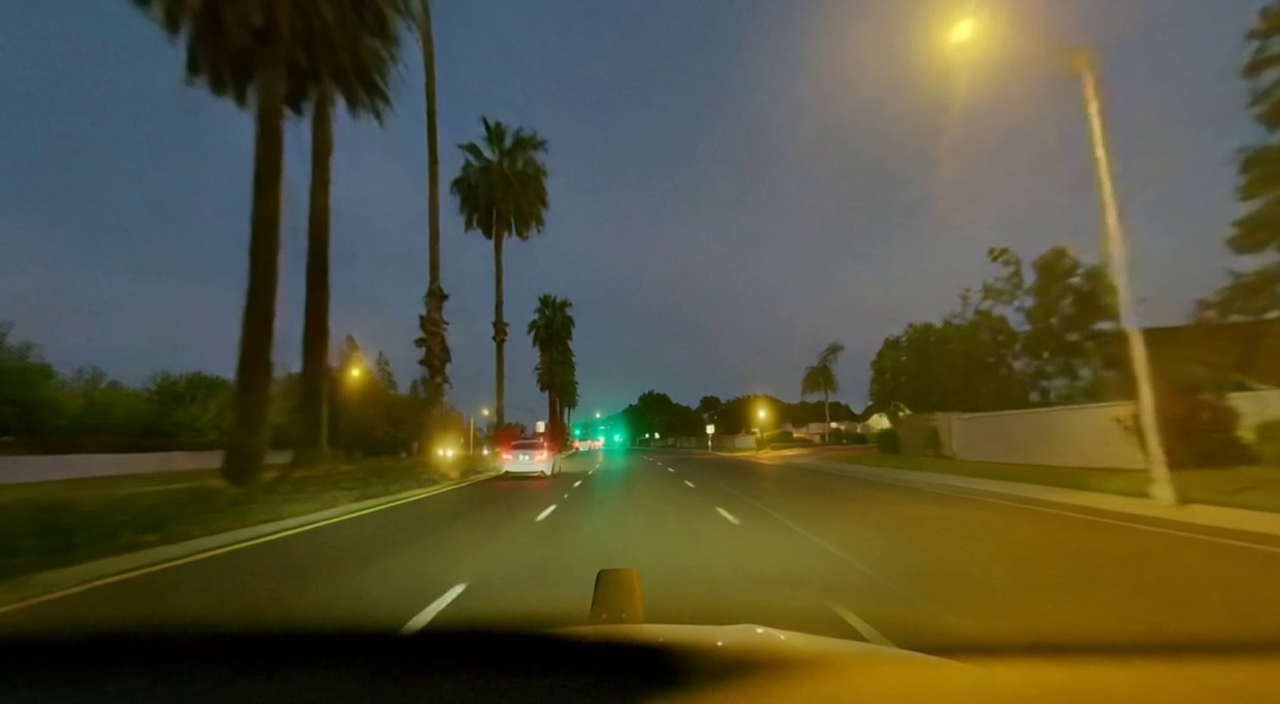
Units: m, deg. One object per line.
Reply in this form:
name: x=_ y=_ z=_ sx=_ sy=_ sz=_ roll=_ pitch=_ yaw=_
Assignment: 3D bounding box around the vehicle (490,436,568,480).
vehicle: x=-4.026 y=3.924 z=23.723 sx=2.108 sy=1.475 sz=4.555 roll=0 pitch=-8 yaw=0
